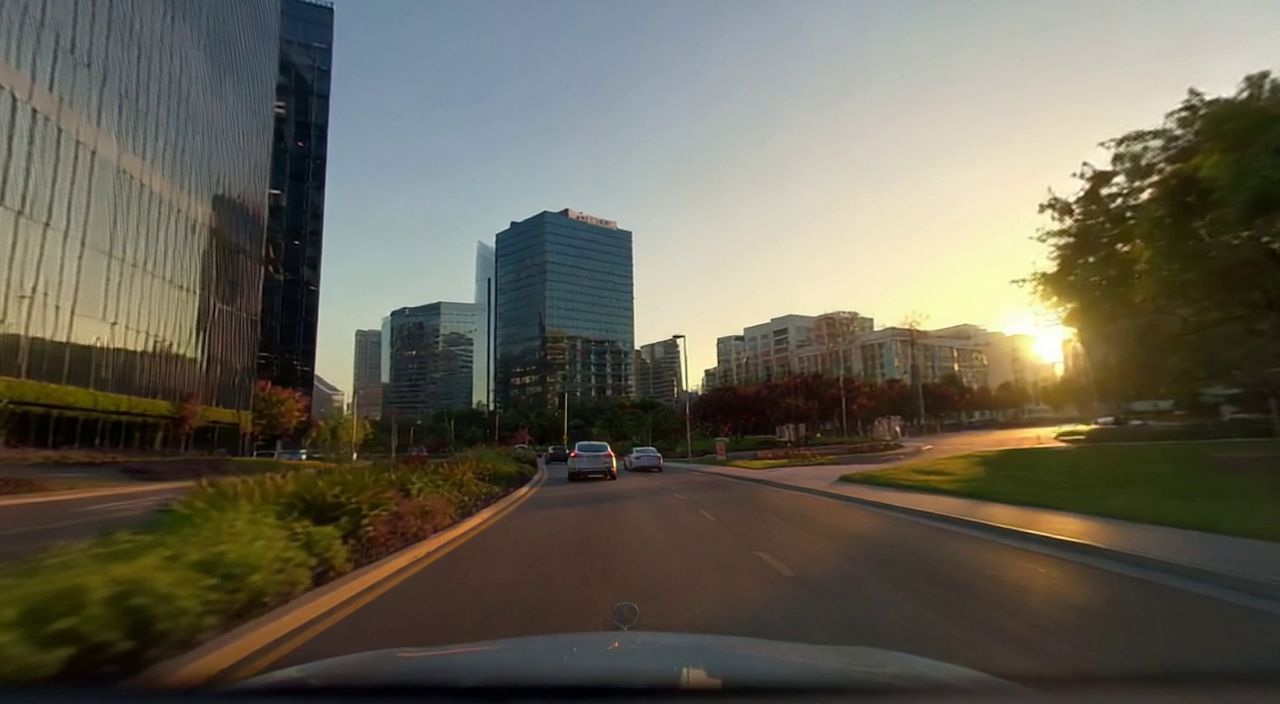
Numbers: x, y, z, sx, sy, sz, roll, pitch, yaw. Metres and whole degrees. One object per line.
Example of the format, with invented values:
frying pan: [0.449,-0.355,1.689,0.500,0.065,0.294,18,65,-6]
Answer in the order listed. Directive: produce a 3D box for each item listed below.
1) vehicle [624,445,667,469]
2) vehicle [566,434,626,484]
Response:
vehicle: [0.309,7.014,42.250,2.116,1.506,4.355,2,-9,-10]
vehicle: [-1.814,4.180,24.911,2.173,1.761,4.374,1,-9,-6]
